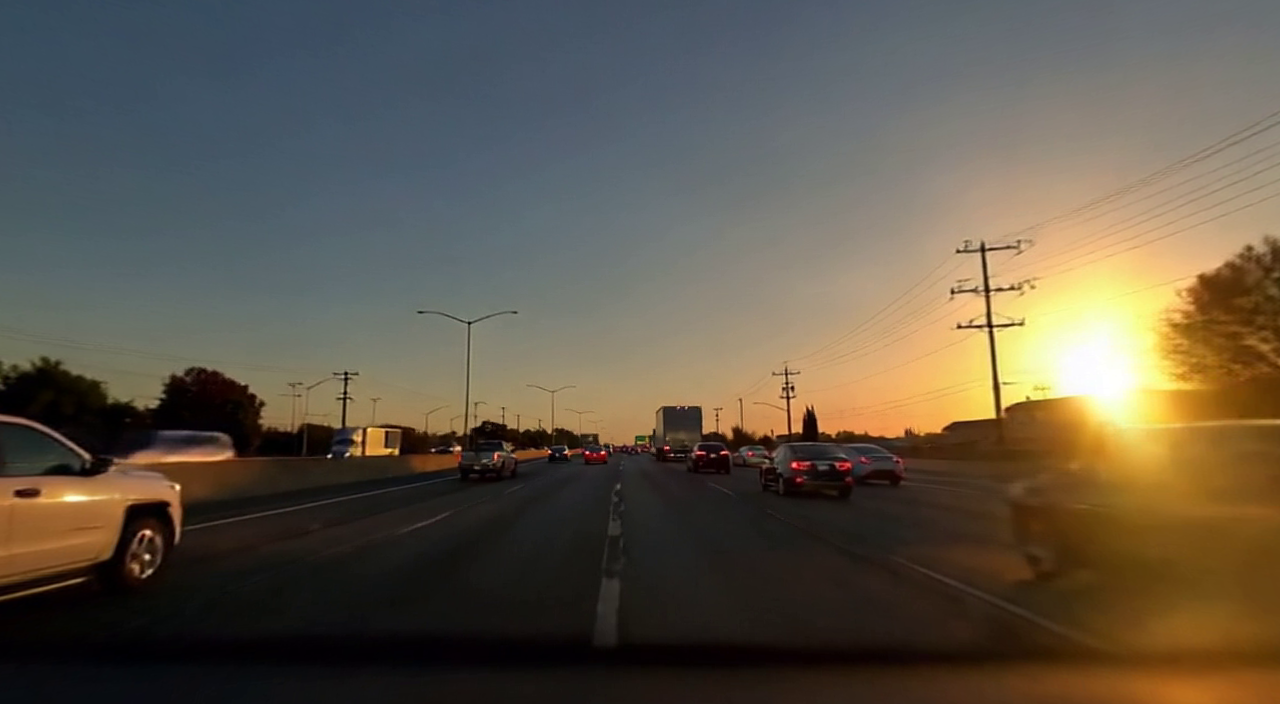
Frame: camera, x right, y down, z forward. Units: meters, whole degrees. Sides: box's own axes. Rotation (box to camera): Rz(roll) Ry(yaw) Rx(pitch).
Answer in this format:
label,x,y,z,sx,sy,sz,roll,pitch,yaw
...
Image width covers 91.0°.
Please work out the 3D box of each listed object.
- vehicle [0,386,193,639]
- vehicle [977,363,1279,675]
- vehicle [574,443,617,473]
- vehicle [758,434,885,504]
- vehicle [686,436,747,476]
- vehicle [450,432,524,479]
label,x,y,z,sx,sy,sz,roll,pitch,yaw
vehicle,-5.400,1.030,3.884,2.127,1.705,4.374,1,-9,-2
vehicle,4.726,1.056,4.206,2.086,1.783,4.868,1,-9,-2
vehicle,-2.312,5.675,33.874,2.060,1.508,4.308,0,-9,-1
vehicle,4.626,3.056,16.826,1.978,1.607,4.245,1,-9,-2
vehicle,3.662,5.093,31.094,2.182,1.782,4.800,1,-9,-2
vehicle,-6.511,4.476,27.404,2.147,1.825,4.602,0,-9,-1
